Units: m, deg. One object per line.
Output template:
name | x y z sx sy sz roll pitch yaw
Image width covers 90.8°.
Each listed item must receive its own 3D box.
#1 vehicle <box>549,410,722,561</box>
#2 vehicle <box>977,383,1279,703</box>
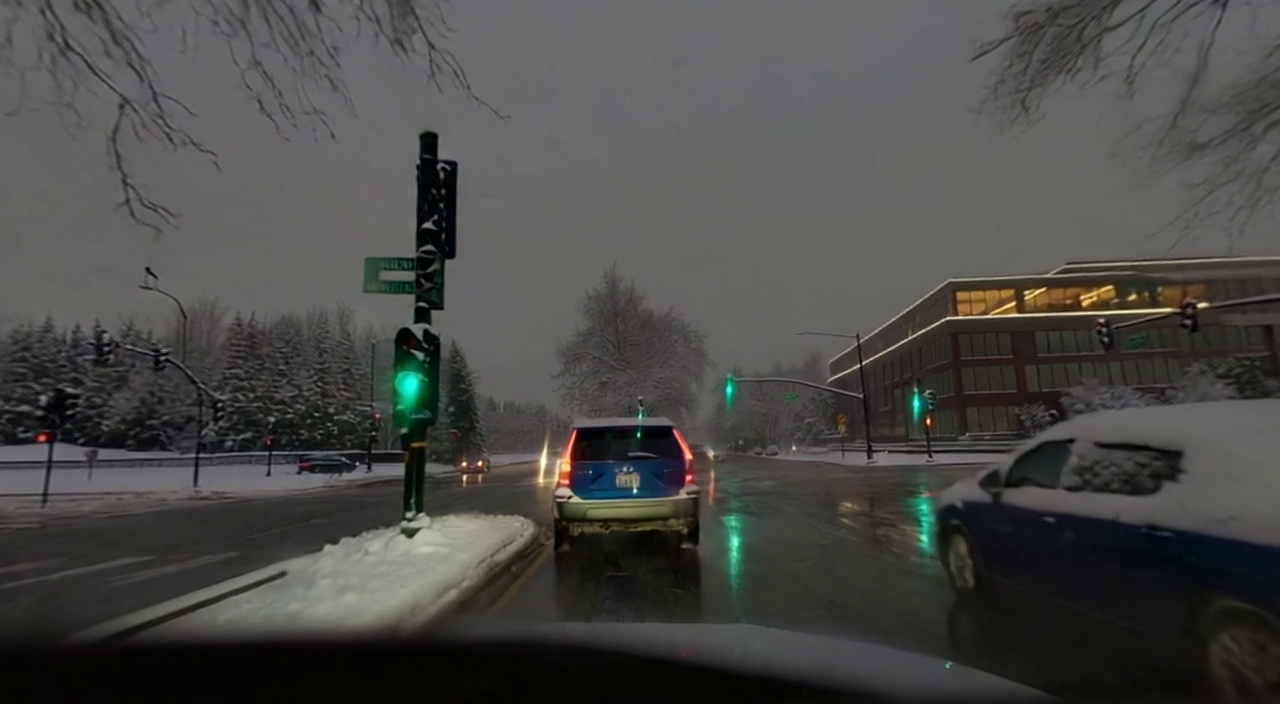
vehicle | -0.163 1.905 9.729 2.085 1.807 4.038 0 -8 -3
vehicle | 3.580 0.916 2.583 1.899 1.572 4.425 0 -8 -1
